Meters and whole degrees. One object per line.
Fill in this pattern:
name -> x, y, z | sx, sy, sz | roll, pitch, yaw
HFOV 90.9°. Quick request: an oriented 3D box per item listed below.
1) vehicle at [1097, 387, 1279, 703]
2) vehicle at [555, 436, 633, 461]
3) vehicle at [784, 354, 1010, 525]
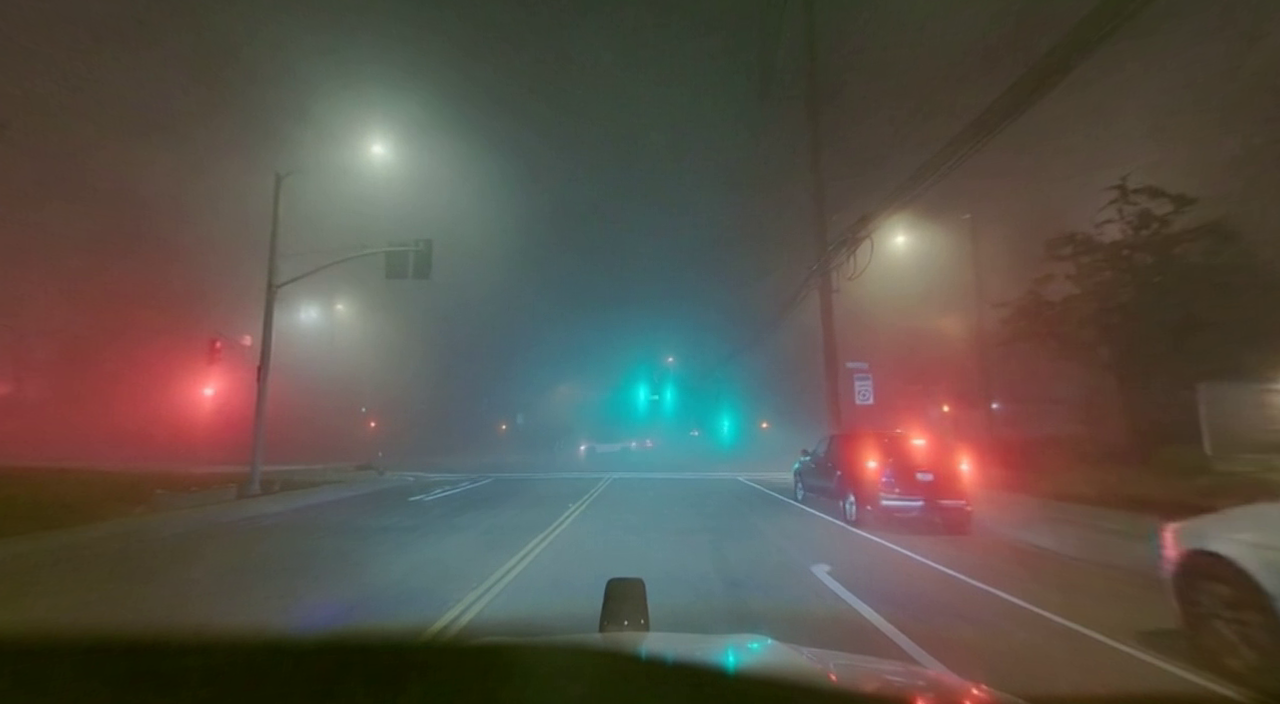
vehicle -> 4.560, 0.891, 2.313 | 2.202, 1.712, 4.813 | 0, -8, 1
vehicle -> -2.817, 5.976, 39.044 | 4.606, 1.452, 1.917 | -1, -8, 3
vehicle -> 4.780, 1.772, 12.851 | 2.398, 2.806, 4.857 | 0, -8, -1
